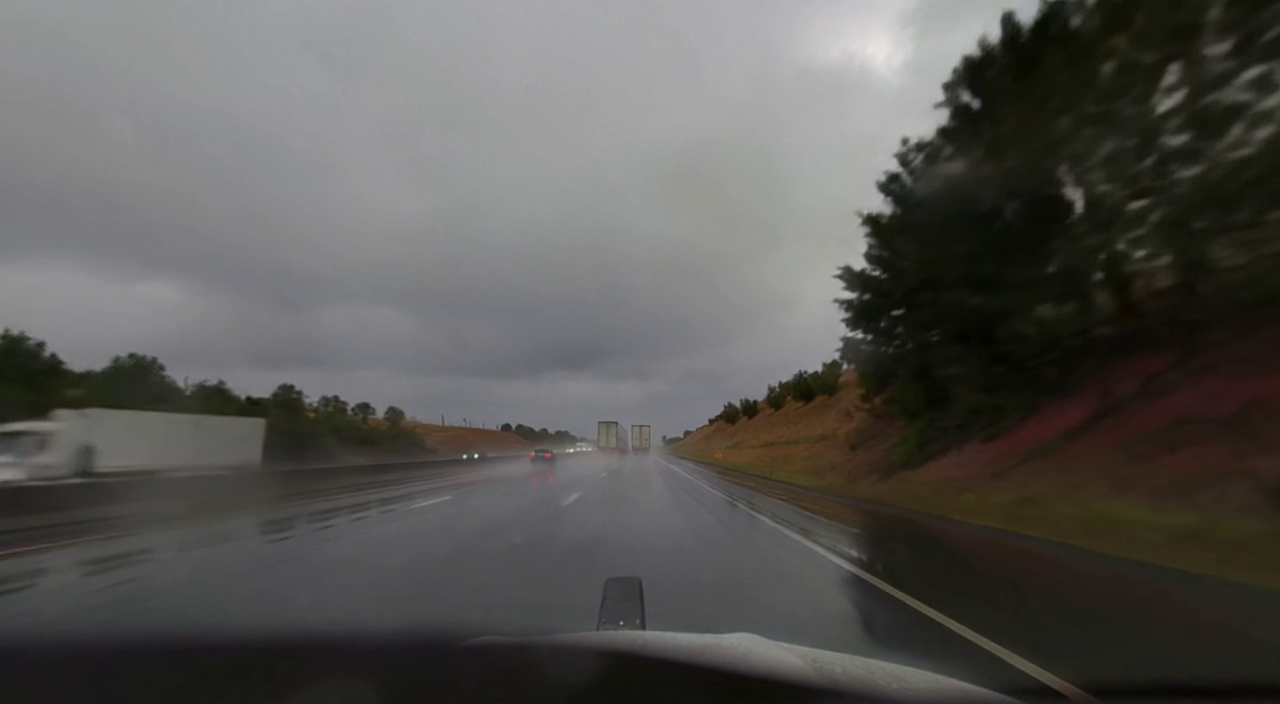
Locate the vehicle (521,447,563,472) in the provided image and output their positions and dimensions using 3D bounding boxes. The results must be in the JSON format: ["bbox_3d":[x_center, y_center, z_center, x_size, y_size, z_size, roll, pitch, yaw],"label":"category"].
[{"bbox_3d":[-6.317,6.987,41.116,2.091,1.527,4.455,0,-9,-1],"label":"vehicle"}]

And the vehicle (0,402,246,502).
[{"bbox_3d":[-22.750,4.556,28.798,2.948,3.729,10.045,0,-9,0],"label":"vehicle"}]
